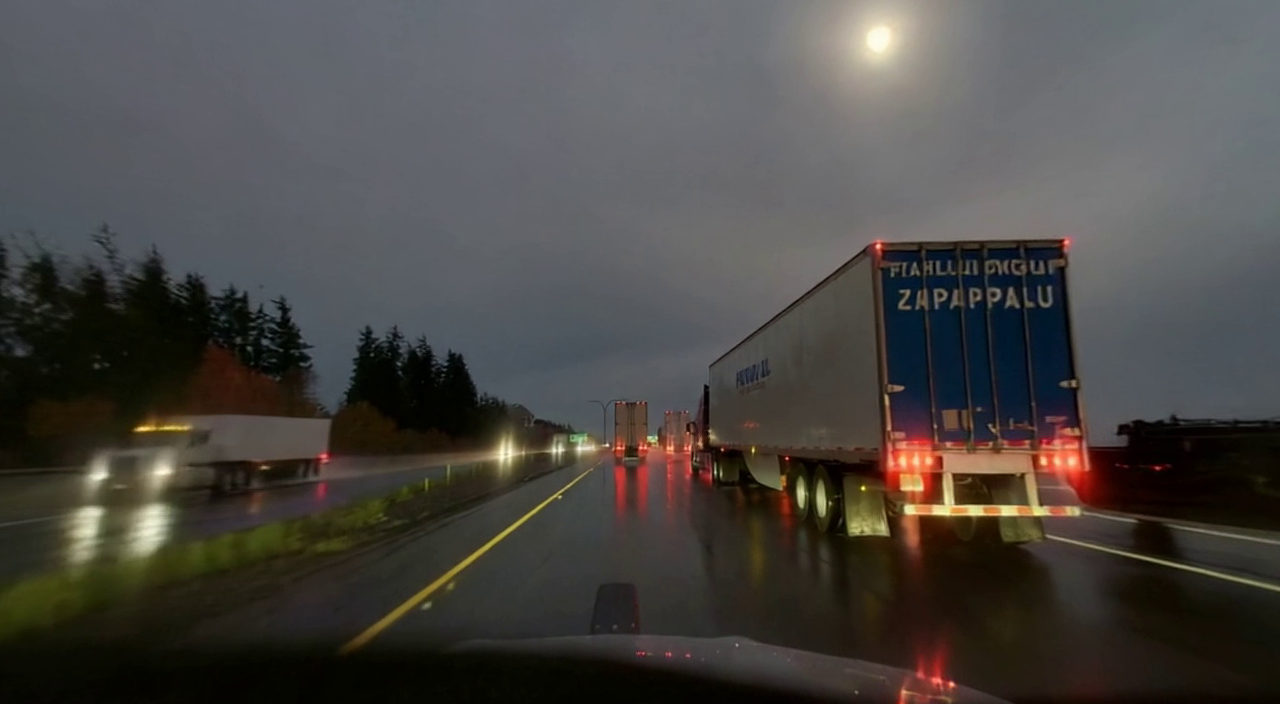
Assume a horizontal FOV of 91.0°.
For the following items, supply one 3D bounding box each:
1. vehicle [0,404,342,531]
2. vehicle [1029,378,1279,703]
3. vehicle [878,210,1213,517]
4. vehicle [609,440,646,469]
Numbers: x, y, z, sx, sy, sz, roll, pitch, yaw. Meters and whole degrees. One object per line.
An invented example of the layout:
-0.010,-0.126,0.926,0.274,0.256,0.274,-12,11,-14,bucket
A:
-12.163,3.098,18.020,2.774,2.621,9.453,-1,-8,-1,vehicle
4.657,1.015,3.776,4.253,1.543,2.045,4,-9,-30,vehicle
4.362,0.197,7.252,2.244,3.047,2.035,0,-8,-2,vehicle
-0.725,5.667,35.099,1.943,1.491,3.459,0,-8,-2,vehicle
